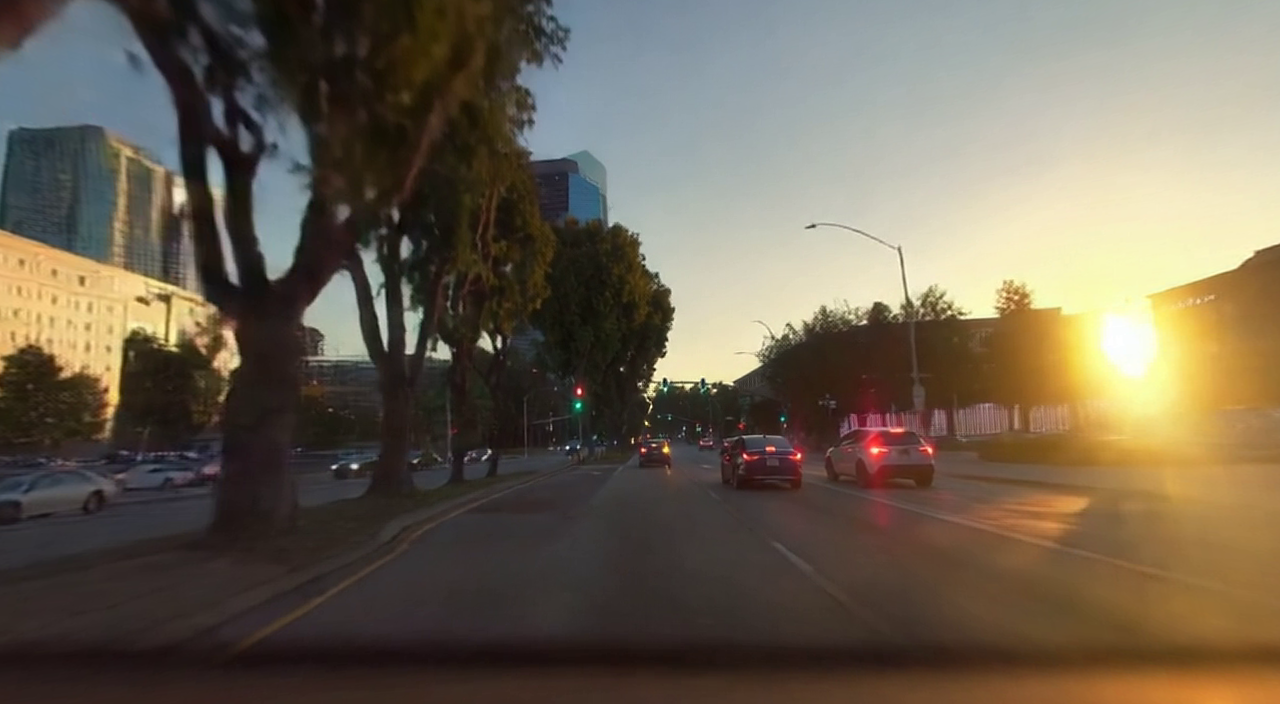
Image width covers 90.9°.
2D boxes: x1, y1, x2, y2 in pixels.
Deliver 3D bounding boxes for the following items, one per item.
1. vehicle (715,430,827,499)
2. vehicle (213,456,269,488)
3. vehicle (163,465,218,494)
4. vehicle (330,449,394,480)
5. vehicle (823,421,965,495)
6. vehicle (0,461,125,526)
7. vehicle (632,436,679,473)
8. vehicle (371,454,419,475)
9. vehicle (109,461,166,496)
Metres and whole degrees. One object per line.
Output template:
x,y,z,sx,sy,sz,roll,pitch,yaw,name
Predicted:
3.304,2.931,16.935,1.931,1.591,4.708,0,-8,-1,vehicle
-24.564,7.376,38.948,2.076,1.688,4.635,3,-9,-23,vehicle
-27.388,7.720,38.522,1.989,1.476,4.088,4,-9,-26,vehicle
-17.963,7.266,40.966,1.954,1.779,4.635,0,-8,0,vehicle
6.881,2.919,17.766,1.963,1.783,4.722,0,-8,-1,vehicle
-18.521,4.188,19.020,1.956,1.647,4.643,0,-8,1,vehicle
0.666,4.916,30.536,2.125,1.669,3.880,0,-8,-1,vehicle
-18.029,8.260,46.487,1.716,1.412,4.335,0,-8,1,vehicle
-30.632,7.680,38.549,1.944,1.794,4.468,4,-9,-29,vehicle
